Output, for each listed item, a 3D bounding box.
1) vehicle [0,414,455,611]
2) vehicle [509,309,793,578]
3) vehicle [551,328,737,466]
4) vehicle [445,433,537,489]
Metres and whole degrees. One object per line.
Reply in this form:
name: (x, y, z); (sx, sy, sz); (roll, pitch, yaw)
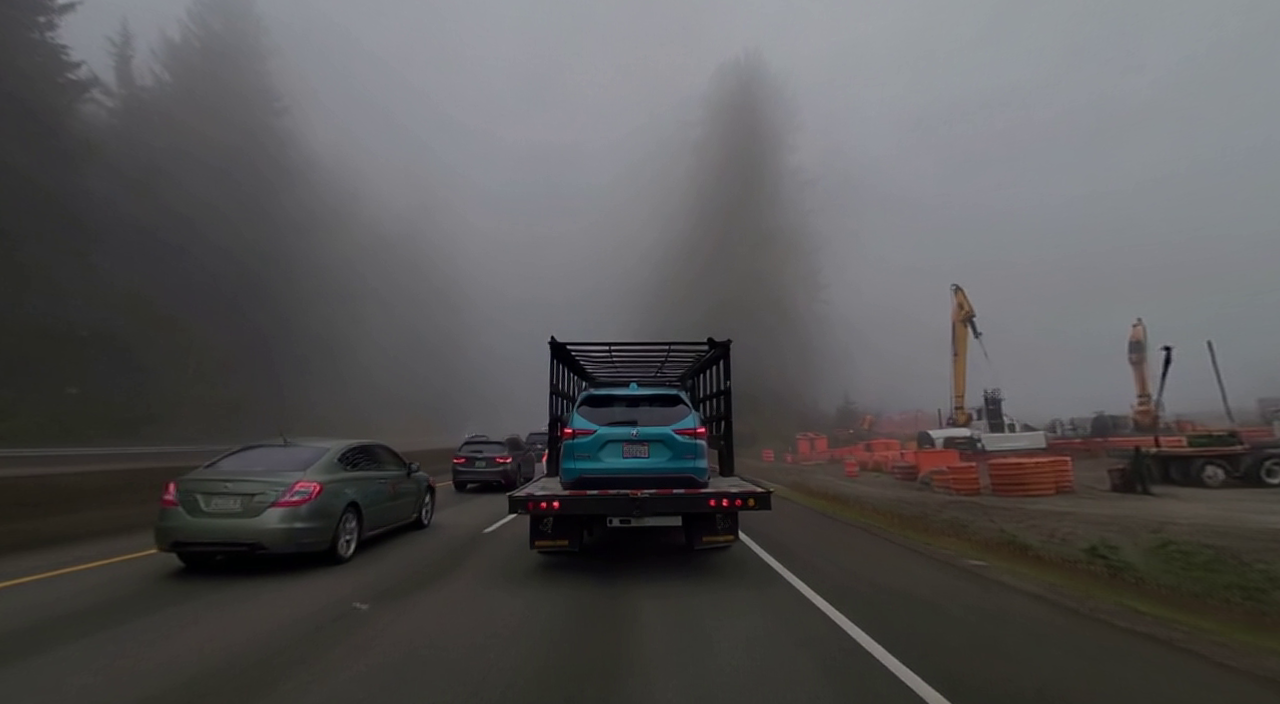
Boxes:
vehicle: (-3.982, 1.622, 7.447); (2.155, 1.513, 4.964); (0, -9, -1)
vehicle: (-0.199, 1.652, 11.392); (2.735, 2.597, 10.435); (1, -9, -4)
vehicle: (-0.089, 0.870, 9.709); (2.156, 1.604, 4.680); (0, -9, -3)
vehicle: (-4.826, 3.613, 21.211); (2.057, 1.665, 4.572); (0, -9, -1)
